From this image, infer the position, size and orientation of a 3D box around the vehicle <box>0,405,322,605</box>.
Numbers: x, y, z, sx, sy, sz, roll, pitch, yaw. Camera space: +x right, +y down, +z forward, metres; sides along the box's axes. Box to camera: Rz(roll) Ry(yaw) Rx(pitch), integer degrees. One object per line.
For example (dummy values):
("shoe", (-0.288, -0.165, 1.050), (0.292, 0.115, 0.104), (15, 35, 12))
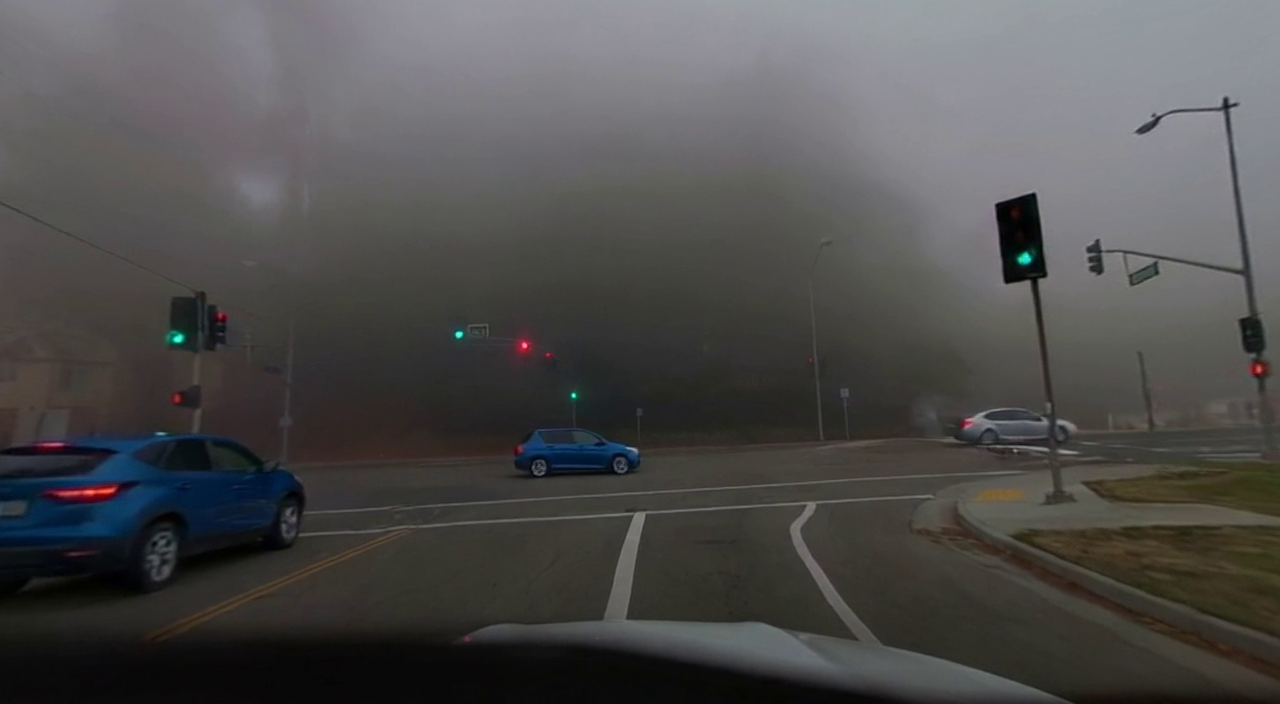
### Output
("vehicle", (-6.051, 1.686, 7.871), (1.928, 1.726, 4.704), (0, -9, -3))

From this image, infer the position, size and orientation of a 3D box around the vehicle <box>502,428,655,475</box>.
("vehicle", (-1.979, 3.247, 20.668), (4.757, 1.442, 1.858), (0, -8, -4))

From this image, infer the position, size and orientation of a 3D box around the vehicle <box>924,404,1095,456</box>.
("vehicle", (12.523, 2.691, 21.594), (4.636, 1.668, 1.935), (0, -9, -3))
